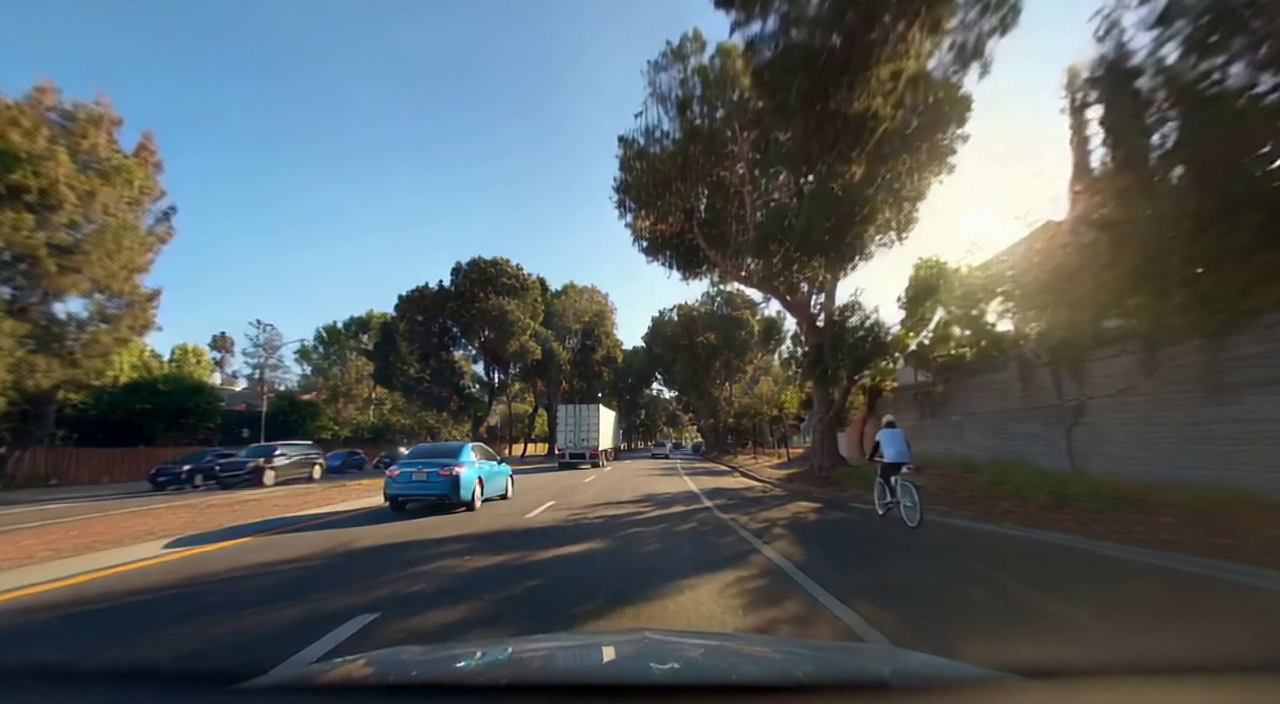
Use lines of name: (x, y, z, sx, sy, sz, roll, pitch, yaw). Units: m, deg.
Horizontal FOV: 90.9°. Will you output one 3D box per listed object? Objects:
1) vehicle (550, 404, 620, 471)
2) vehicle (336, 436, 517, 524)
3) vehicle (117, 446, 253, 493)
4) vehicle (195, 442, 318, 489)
vehicle: (-2.851, 4.794, 35.227, 2.746, 3.276, 8.572, 0, -8, 3)
vehicle: (-4.034, 2.467, 12.832, 2.005, 1.462, 4.345, 0, -8, 2)
vehicle: (-18.564, 4.756, 26.077, 2.004, 1.704, 4.876, 0, -8, 0)
vehicle: (-15.039, 4.420, 25.057, 1.946, 1.688, 4.560, 0, -8, 1)
